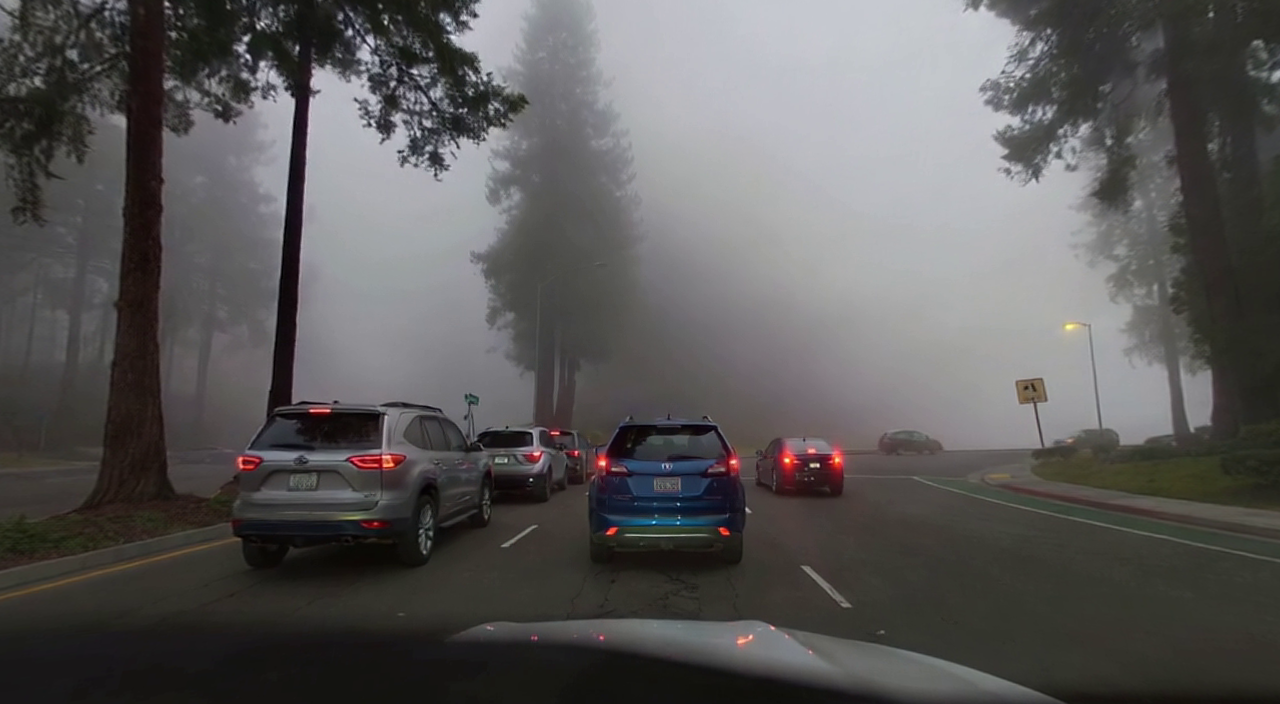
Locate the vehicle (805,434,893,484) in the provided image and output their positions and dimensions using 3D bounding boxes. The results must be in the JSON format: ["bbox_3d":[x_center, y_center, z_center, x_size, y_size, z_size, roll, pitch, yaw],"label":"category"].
[{"bbox_3d":[7.436,3.839,22.840,2.067,1.599,4.251,-1,-8,5],"label":"vehicle"}]

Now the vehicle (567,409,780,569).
[{"bbox_3d":[0.360,1.730,8.667,2.189,1.649,4.171,0,-8,1],"label":"vehicle"}]

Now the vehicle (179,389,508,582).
[{"bbox_3d":[-3.264,1.582,8.200,2.085,1.812,4.388,0,-8,0],"label":"vehicle"}]

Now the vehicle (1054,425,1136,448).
[{"bbox_3d":[33.250,6.233,46.136,4.632,1.580,1.801,-5,-10,31],"label":"vehicle"}]

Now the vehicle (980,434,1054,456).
[{"bbox_3d":[24.826,6.170,41.566,3.944,1.398,1.701,-4,-9,24],"label":"vehicle"}]
